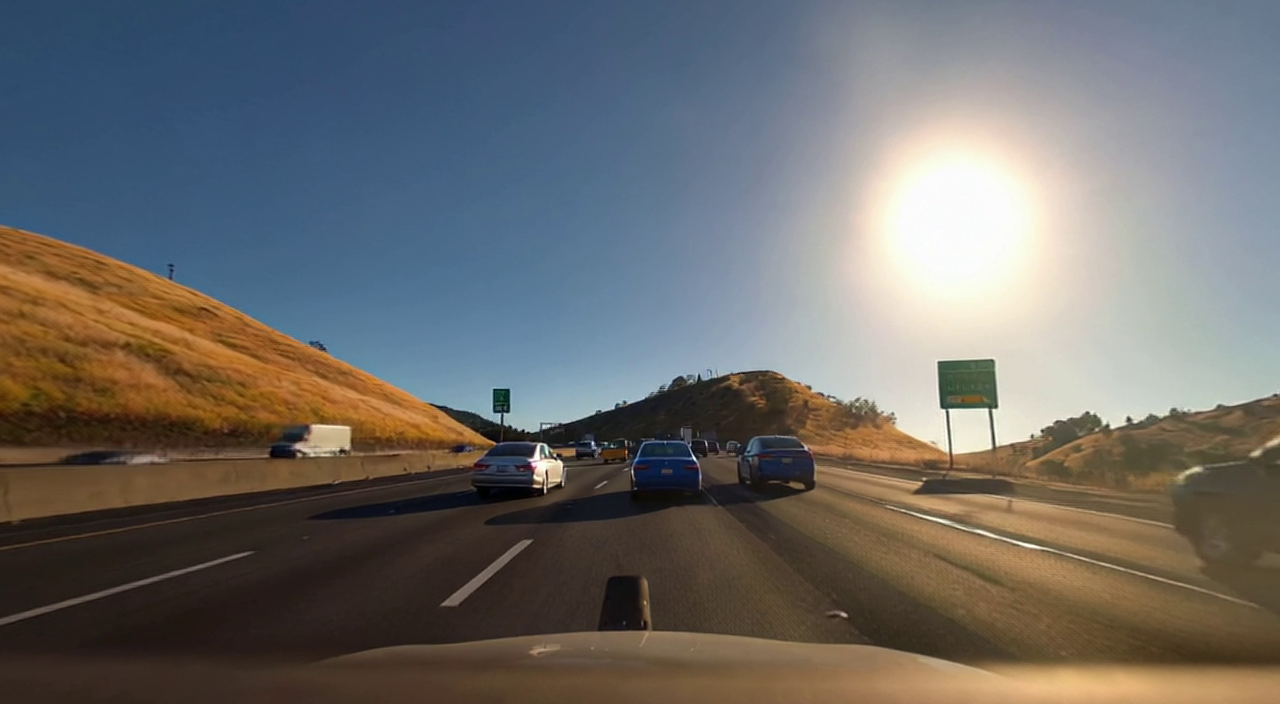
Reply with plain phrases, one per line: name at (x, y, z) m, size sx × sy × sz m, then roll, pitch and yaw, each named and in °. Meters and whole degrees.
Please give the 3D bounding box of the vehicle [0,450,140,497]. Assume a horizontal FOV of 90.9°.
vehicle at (-20.136, 4.166, 22.027) m, size 1.790 × 1.461 × 4.165 m, roll -1°, pitch -8°, yaw 2°

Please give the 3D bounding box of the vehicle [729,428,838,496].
vehicle at (3.971, 3.140, 18.372) m, size 2.083 × 1.693 × 4.740 m, roll 0°, pitch -8°, yaw 1°

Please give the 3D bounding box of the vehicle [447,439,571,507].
vehicle at (-3.068, 2.932, 15.811) m, size 2.017 × 1.446 × 4.384 m, roll -1°, pitch -8°, yaw 2°

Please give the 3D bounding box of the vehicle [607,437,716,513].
vehicle at (0.454, 2.644, 14.018) m, size 2.072 × 1.431 × 3.904 m, roll -1°, pitch -8°, yaw 2°

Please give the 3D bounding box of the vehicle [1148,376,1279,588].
vehicle at (6.692, 0.969, 4.414) m, size 2.210 × 1.831 × 4.843 m, roll 0°, pitch -8°, yaw 0°

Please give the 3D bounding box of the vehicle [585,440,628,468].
vehicle at (-1.976, 6.152, 38.196) m, size 2.034 × 1.572 × 4.444 m, roll -1°, pitch -8°, yaw 4°
